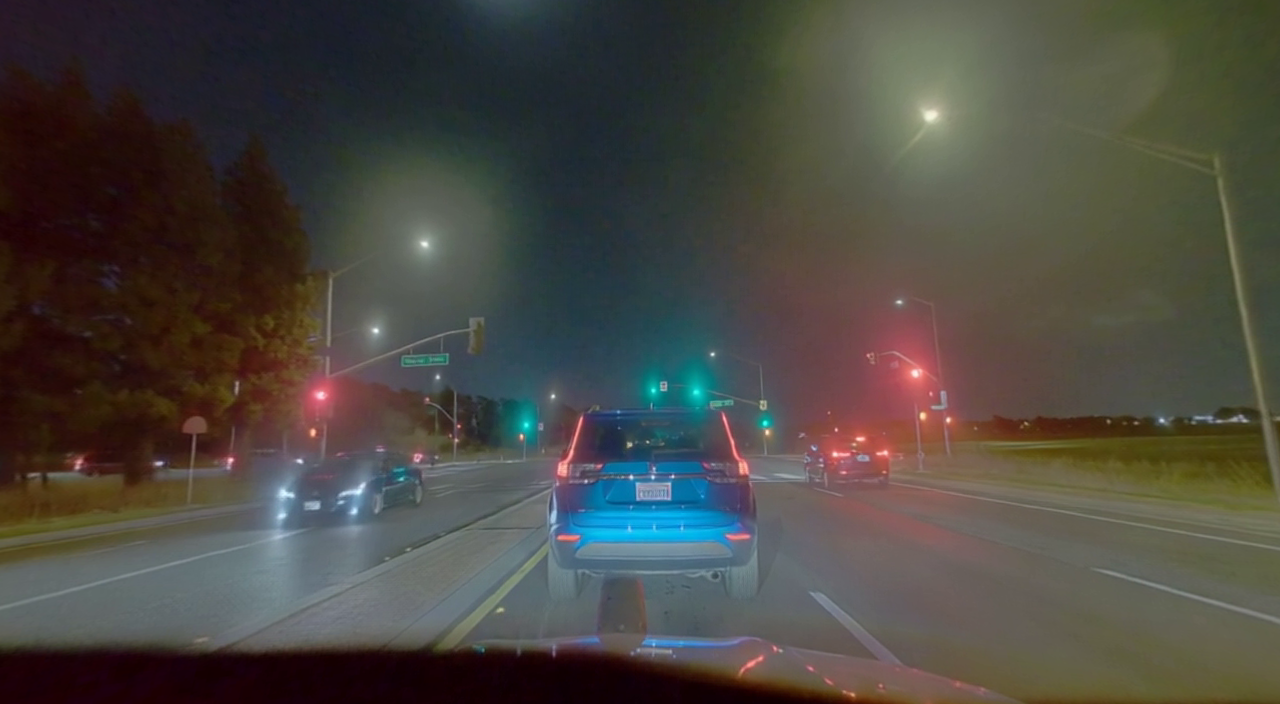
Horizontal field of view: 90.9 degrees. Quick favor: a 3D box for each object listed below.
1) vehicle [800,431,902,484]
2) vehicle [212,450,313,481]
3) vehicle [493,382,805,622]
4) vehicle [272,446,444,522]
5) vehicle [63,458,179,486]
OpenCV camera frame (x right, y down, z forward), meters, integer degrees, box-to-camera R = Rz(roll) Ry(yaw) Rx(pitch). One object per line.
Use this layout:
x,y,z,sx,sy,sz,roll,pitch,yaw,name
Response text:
7.121,3.603,21.825,2.012,1.636,4.352,0,-8,0,vehicle
-21.414,6.407,35.838,4.608,1.680,2.026,-2,-8,10,vehicle
0.056,1.409,6.816,2.298,1.770,4.138,0,-8,0,vehicle
-6.391,3.001,15.057,2.425,1.480,4.707,1,-8,-7,vehicle
-29.315,6.788,35.734,4.559,1.458,2.265,0,-8,2,vehicle
